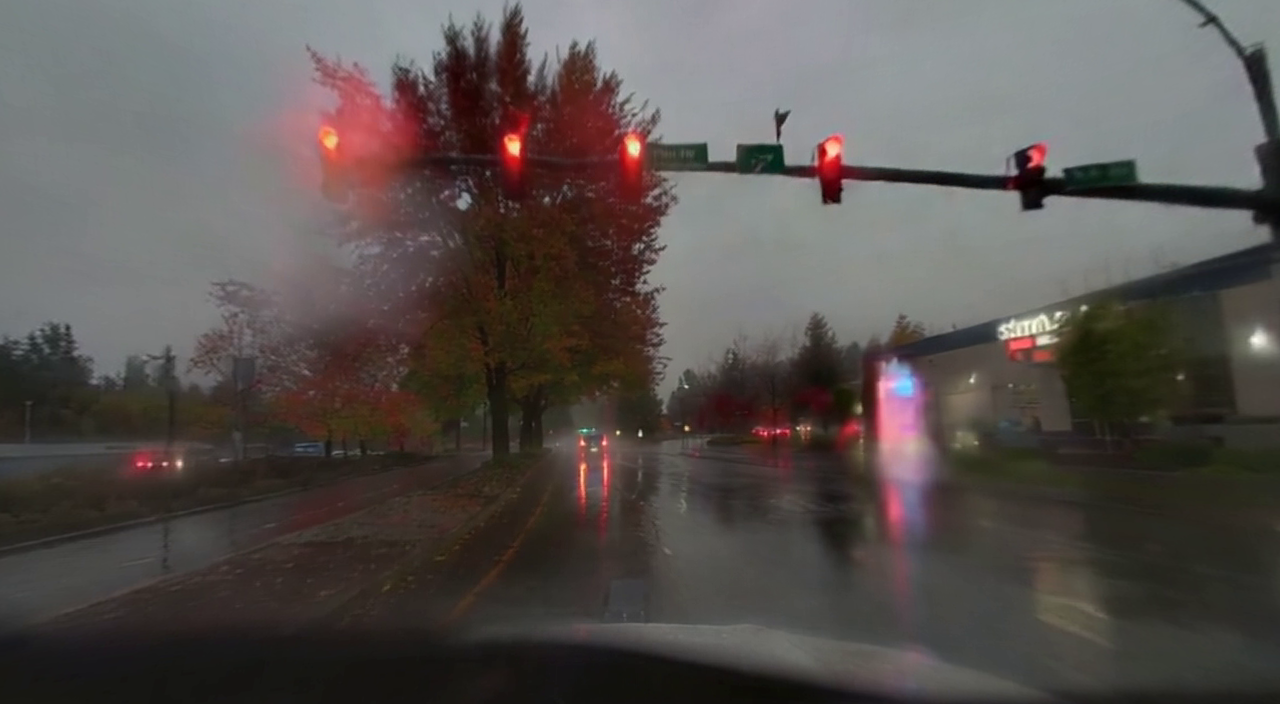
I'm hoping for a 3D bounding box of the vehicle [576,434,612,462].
[{"bbox_3d":[-3.275,6.643,43.922,2.146,1.814,5.110,1,-8,-8],"label":"vehicle"}]
